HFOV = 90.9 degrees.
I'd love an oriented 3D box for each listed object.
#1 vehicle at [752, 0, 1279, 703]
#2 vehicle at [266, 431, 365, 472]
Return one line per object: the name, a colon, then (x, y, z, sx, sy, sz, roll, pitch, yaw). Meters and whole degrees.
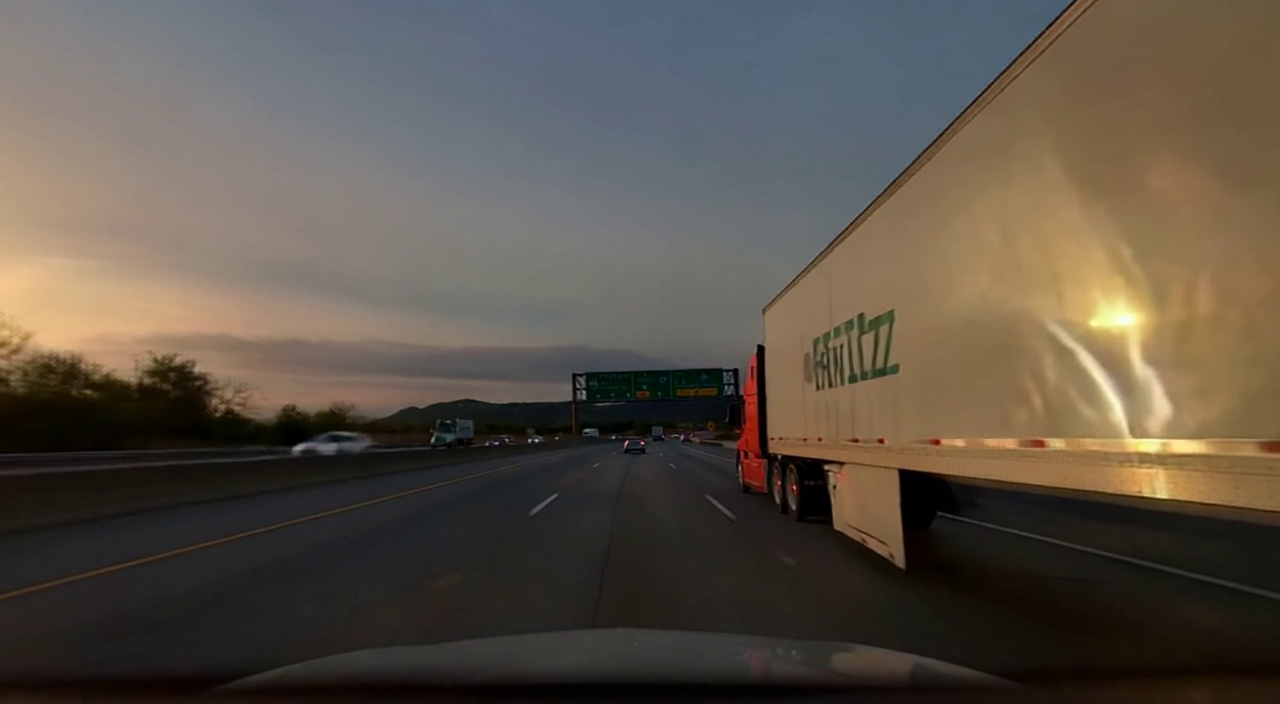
vehicle: (3.664, -0.217, 3.810, 2.976, 4.077, 14.571, 0, -8, -1)
vehicle: (-14.448, 4.437, 28.404, 1.883, 1.651, 4.896, 0, -8, 0)
